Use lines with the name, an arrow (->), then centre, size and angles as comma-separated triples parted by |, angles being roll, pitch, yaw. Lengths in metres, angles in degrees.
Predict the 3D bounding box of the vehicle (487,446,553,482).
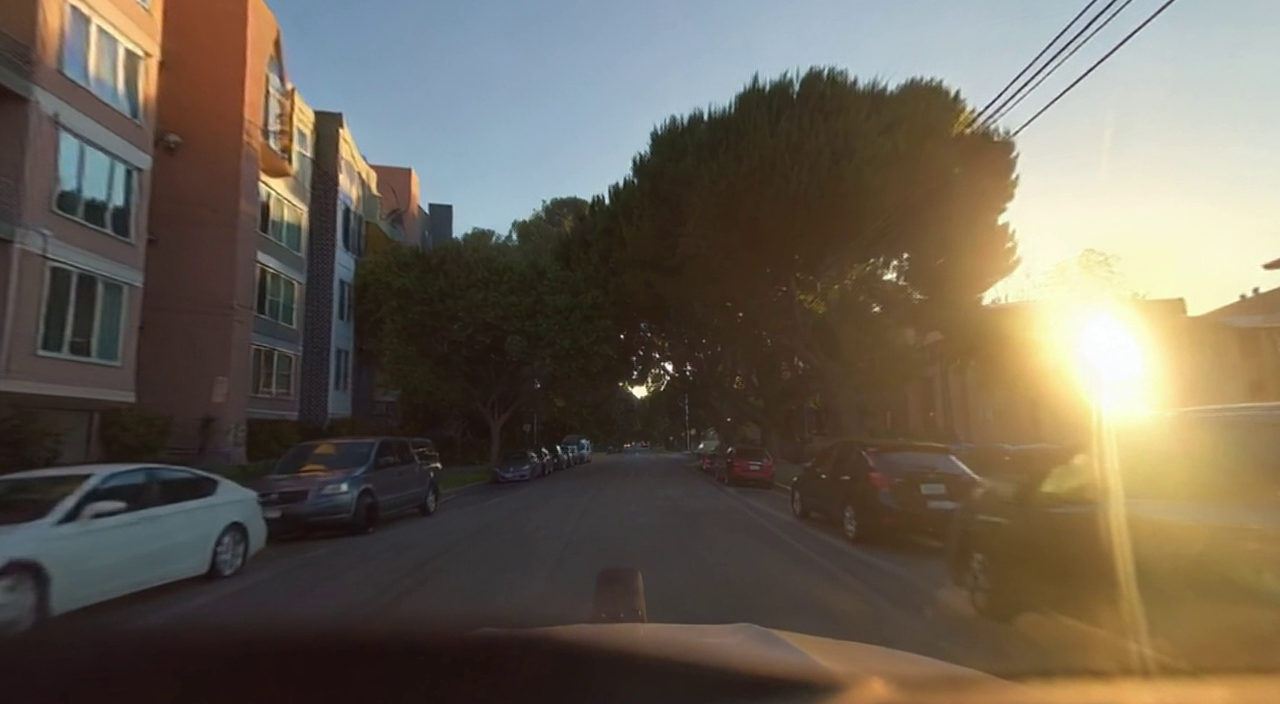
vehicle -> -5.293, 4.975, 28.463 | 2.080, 1.458, 4.511 | 0, -8, 0

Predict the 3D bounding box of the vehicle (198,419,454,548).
vehicle -> -5.306, 2.281, 11.733 | 2.213, 1.825, 4.986 | -1, -8, 0

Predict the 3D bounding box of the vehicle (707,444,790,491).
vehicle -> 3.659, 3.974, 22.237 | 1.881, 1.460, 4.737 | 0, -8, -3

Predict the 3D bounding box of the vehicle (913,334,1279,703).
vehicle -> 3.755, 0.973, 3.598 | 2.082, 1.809, 4.998 | 0, -8, -1

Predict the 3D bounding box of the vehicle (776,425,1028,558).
vehicle -> 3.811, 2.100, 10.343 | 1.992, 1.643, 4.735 | 0, -8, -1

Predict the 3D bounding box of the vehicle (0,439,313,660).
vehicle -> -5.316, 1.603, 5.838 | 2.026, 1.461, 4.837 | -2, -8, 0

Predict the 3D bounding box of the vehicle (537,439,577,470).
vehicle -> -5.398, 6.740, 41.835 | 2.069, 1.881, 4.697 | 0, -8, -1
